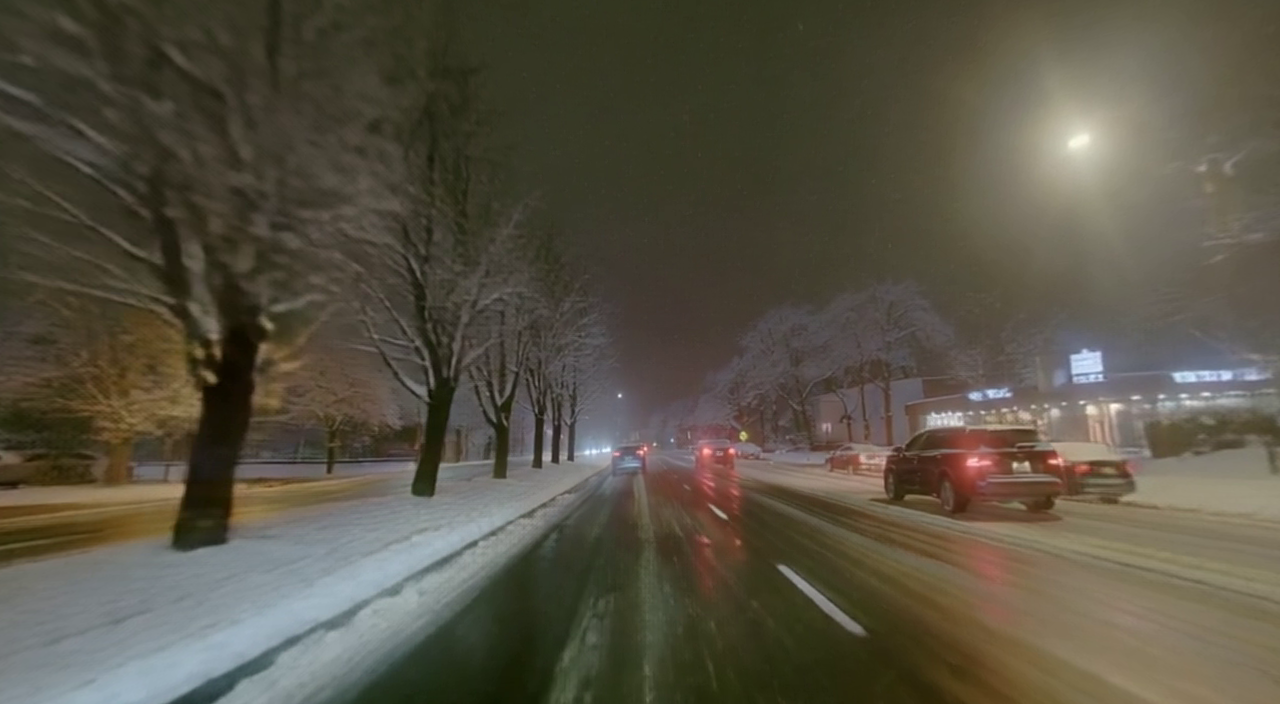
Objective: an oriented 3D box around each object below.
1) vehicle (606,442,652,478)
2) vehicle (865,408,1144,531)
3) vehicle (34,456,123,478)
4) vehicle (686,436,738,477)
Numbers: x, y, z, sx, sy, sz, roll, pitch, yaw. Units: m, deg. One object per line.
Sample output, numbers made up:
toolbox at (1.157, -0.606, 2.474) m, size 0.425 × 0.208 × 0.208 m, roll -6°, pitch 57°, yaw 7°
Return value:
vehicle at (-0.484, 5.082, 30.021) m, size 2.037 × 1.568 × 3.693 m, roll 0°, pitch -8°, yaw 0°
vehicle at (6.771, 2.271, 12.861) m, size 2.240 × 1.923 × 5.678 m, roll 0°, pitch -8°, yaw 0°
vehicle at (-40.823, 8.340, 45.982) m, size 4.604 × 1.491 × 1.901 m, roll 0°, pitch -9°, yaw 0°
vehicle at (3.442, 5.086, 30.966) m, size 1.955 × 1.845 × 4.538 m, roll 0°, pitch -8°, yaw 0°
